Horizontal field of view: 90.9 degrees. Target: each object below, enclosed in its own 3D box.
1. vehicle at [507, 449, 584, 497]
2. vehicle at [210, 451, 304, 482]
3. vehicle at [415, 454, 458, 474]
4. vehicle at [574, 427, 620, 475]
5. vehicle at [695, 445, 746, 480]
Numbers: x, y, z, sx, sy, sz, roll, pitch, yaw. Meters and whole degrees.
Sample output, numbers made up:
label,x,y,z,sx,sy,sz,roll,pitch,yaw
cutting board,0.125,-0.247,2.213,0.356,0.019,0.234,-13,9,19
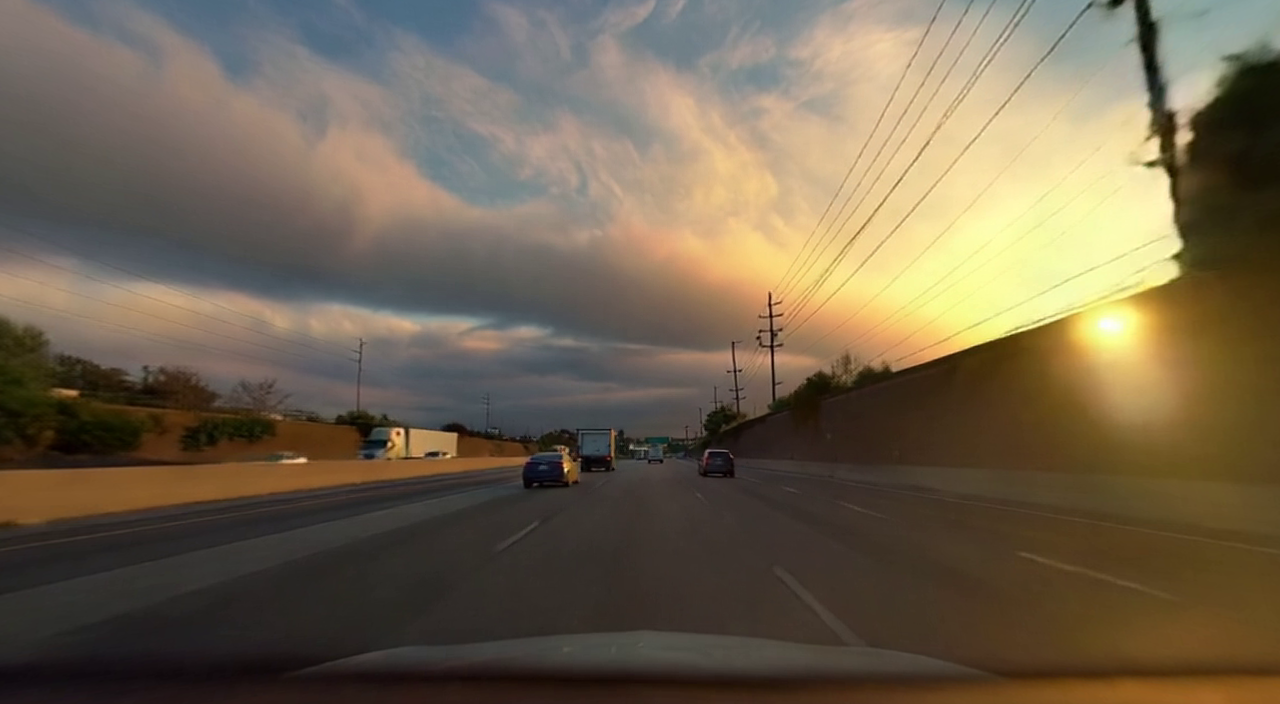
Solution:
label,x,y,z,sx,sy,sz,roll,pitch,yaw
vehicle,-3.187,4.156,22.088,2.004,1.498,4.043,0,-9,1
vehicle,-19.251,5.747,31.902,1.988,1.452,4.228,0,-9,2
vehicle,-14.969,8.264,46.514,1.773,1.382,3.814,0,-9,2
vehicle,-2.933,7.081,45.282,2.632,3.153,6.879,0,-9,2
vehicle,4.426,6.177,35.482,2.214,1.799,4.627,0,-9,-1
